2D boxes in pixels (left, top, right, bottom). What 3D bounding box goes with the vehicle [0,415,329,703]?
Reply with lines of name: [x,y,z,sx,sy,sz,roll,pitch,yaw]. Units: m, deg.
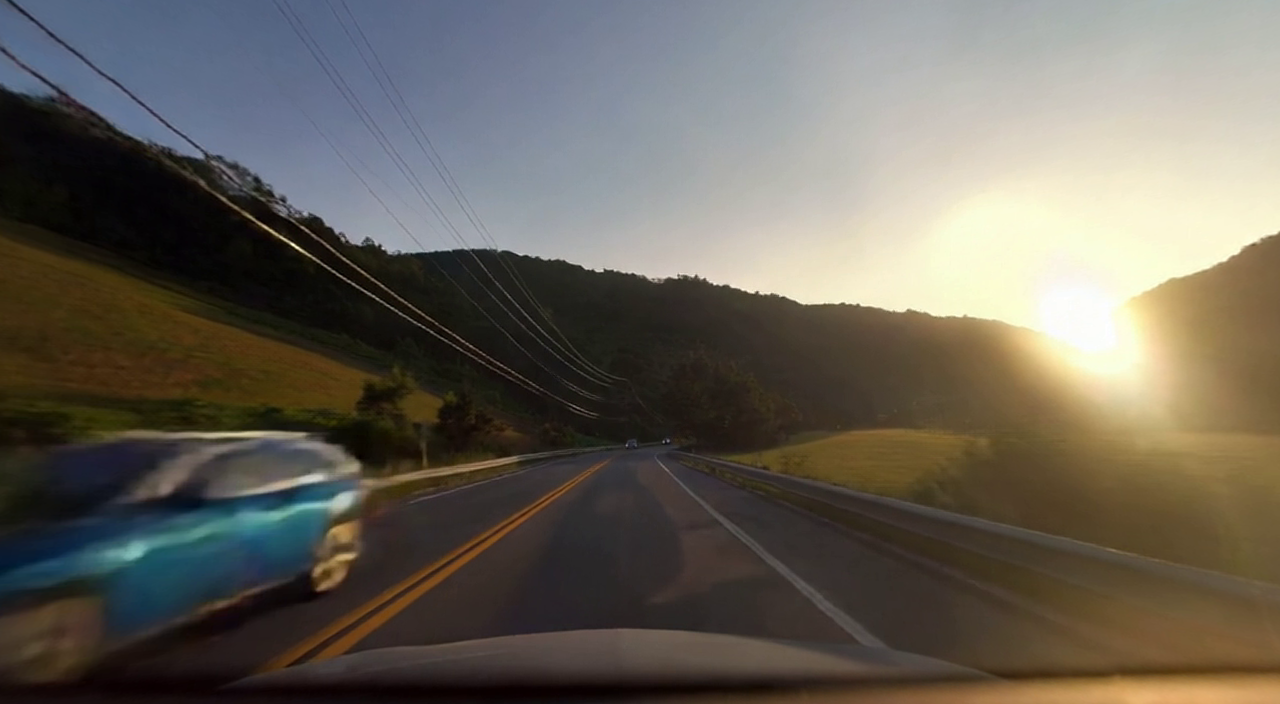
vehicle: [-3.598,1.063,2.887,2.083,1.486,4.446,0,-9,0]
